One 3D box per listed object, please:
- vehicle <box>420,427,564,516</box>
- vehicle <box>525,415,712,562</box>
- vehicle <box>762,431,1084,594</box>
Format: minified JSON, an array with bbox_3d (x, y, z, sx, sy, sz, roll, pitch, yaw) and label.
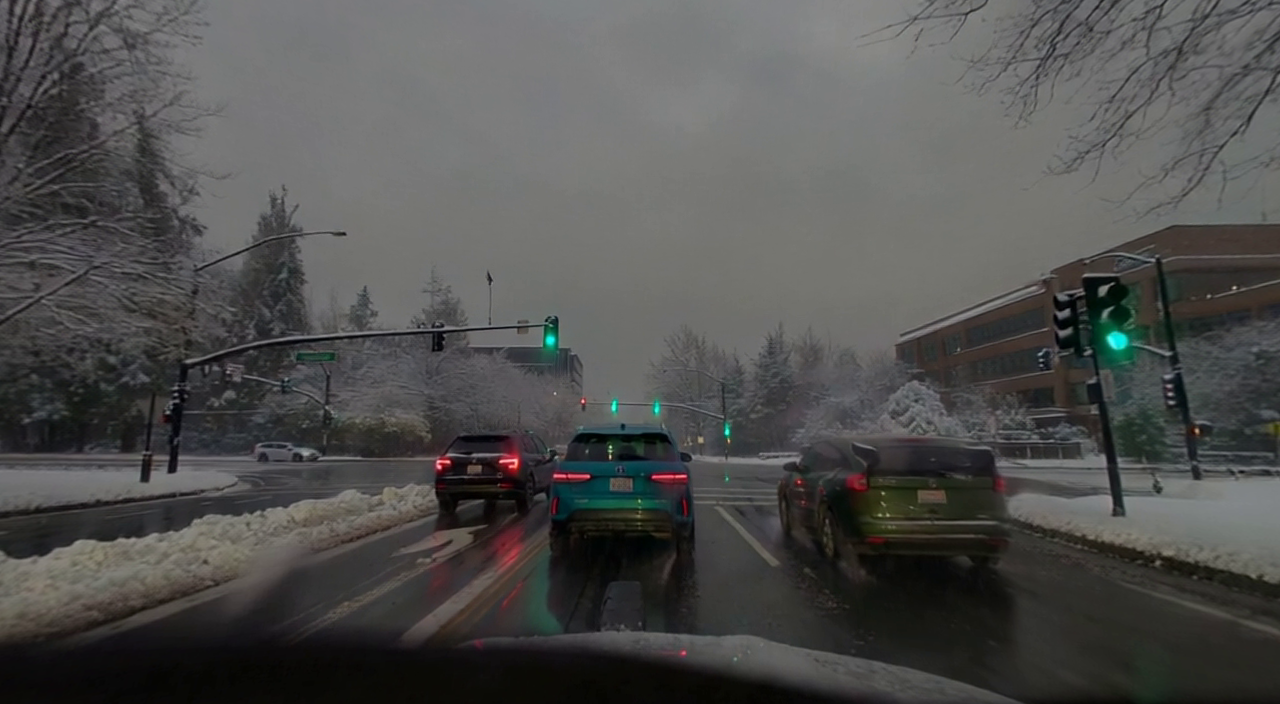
[{"bbox_3d":[-2.999,2.514,13.735,1.987,1.633,4.005,0,-9,3],"label":"vehicle"},{"bbox_3d":[-0.229,1.865,9.289,2.108,1.654,4.235,0,-8,0],"label":"vehicle"},{"bbox_3d":[3.032,1.811,8.064,2.056,1.468,4.520,0,-8,1],"label":"vehicle"}]
